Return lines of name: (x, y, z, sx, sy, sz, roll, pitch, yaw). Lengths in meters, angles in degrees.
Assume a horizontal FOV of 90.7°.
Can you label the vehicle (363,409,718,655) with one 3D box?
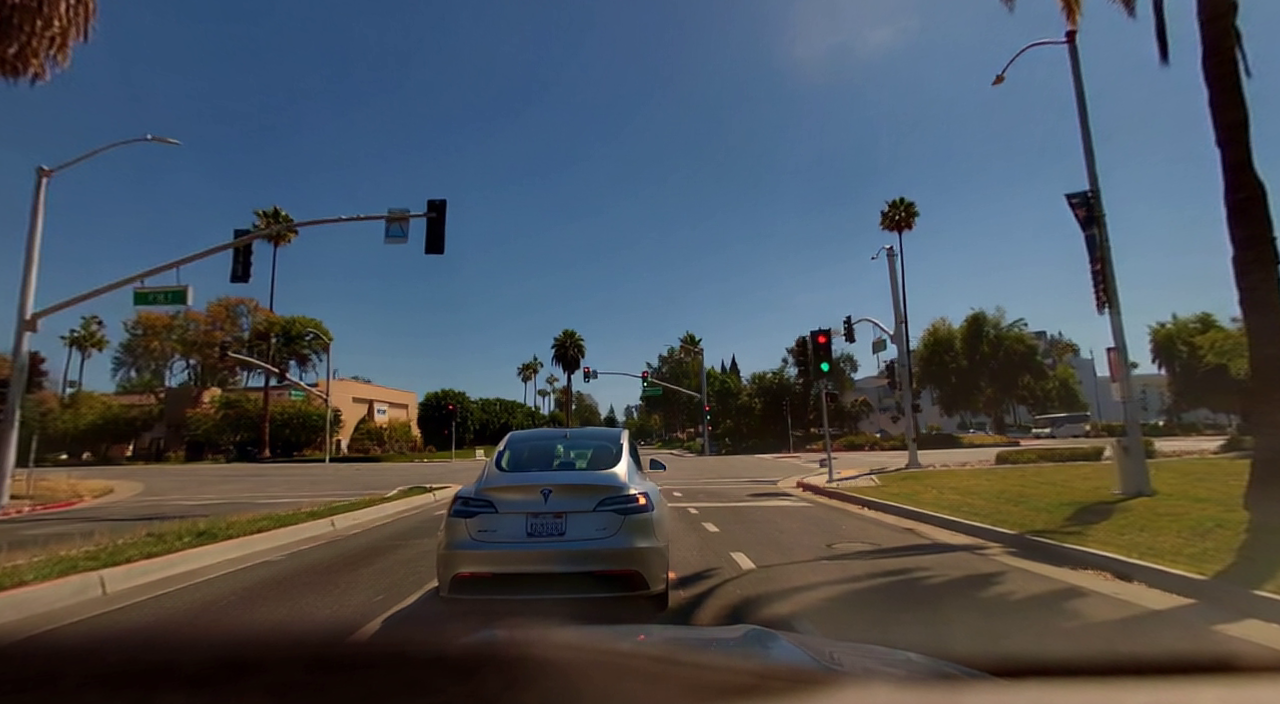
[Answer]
vehicle: (-0.625, 1.412, 6.039, 2.152, 1.478, 4.229, 0, -8, -1)
